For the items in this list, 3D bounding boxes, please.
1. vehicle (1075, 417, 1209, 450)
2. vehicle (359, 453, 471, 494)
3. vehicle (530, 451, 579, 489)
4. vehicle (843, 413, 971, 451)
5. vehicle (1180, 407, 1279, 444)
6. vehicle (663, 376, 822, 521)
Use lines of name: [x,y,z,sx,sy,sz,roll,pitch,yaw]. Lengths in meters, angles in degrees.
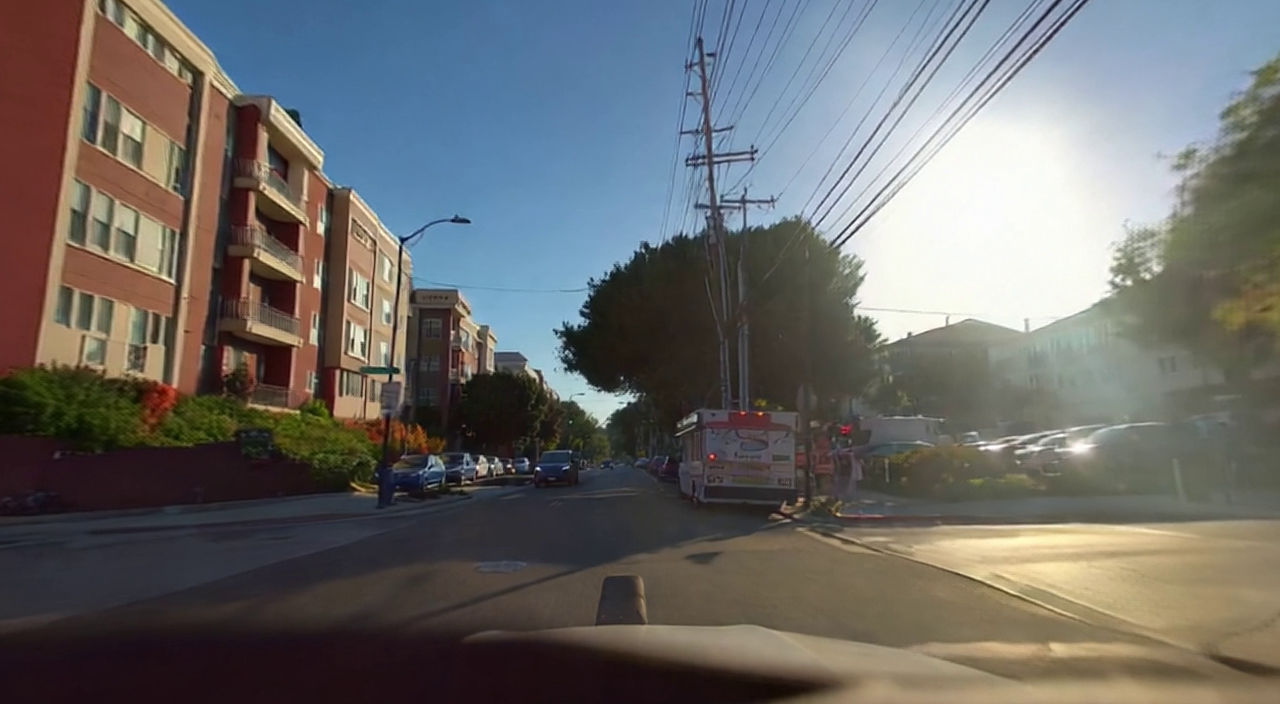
vehicle: [22.942,3.771,28.994,4.641,1.441,1.745,0,-9,0]
vehicle: [-11.326,6.096,32.005,5.093,1.855,2.338,3,-10,-20]
vehicle: [-4.203,5.851,31.639,1.952,1.708,4.096,0,-9,-1]
vehicle: [10.770,3.270,25.720,4.396,1.459,1.749,0,-8,-3]
vehicle: [28.055,3.417,29.210,4.413,1.608,1.858,0,-9,-2]
vehicle: [2.507,2.794,18.546,2.886,3.321,7.809,0,-9,-3]
